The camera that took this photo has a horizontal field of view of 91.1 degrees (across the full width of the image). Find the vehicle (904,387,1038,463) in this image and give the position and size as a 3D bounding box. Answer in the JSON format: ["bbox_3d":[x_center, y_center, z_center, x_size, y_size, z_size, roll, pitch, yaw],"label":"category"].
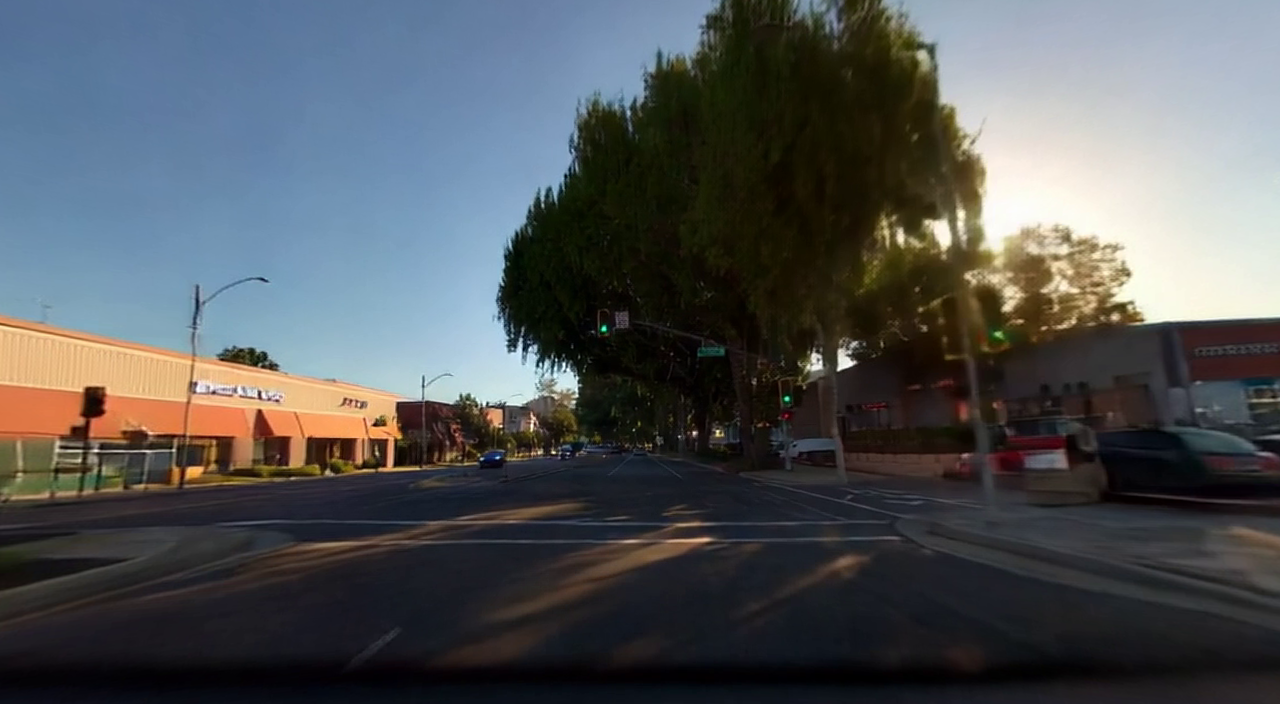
[{"bbox_3d":[15.885,3.716,31.001,3.161,3.209,7.934,-1,-8,8],"label":"vehicle"}]

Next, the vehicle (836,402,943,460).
[{"bbox_3d":[16.161,5.362,41.758,2.814,3.328,10.467,0,-8,0],"label":"vehicle"}]

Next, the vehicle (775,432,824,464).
[{"bbox_3d":[9.825,5.986,38.922,1.655,1.820,3.969,0,-10,-5],"label":"vehicle"}]

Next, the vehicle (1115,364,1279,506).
[{"bbox_3d":[11.117,1.464,10.769,4.422,2.157,1.906,2,-9,-4],"label":"vehicle"}]
